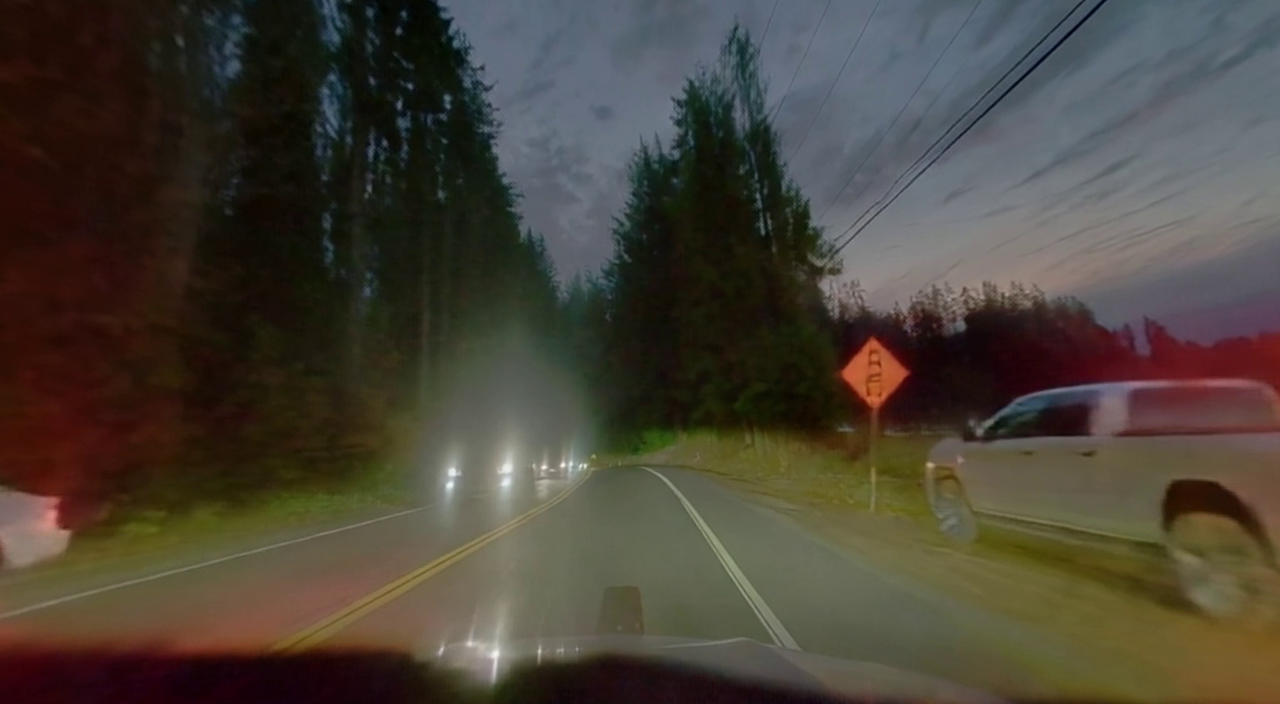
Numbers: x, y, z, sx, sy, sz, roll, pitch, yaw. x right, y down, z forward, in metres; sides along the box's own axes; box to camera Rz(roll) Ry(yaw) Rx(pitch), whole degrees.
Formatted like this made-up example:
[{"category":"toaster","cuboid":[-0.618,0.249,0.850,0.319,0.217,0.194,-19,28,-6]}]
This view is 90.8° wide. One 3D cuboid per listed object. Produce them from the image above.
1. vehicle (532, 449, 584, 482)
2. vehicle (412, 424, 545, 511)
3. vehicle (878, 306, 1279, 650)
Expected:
[{"category":"vehicle","cuboid":[-3.843,5.375,30.257,2.032,1.444,4.164,0,-8,-2]},{"category":"vehicle","cuboid":[-4.079,3.021,17.035,2.221,1.969,5.153,0,-8,0]},{"category":"vehicle","cuboid":[5.189,1.143,6.412,2.845,2.053,6.457,0,-8,-2]}]
